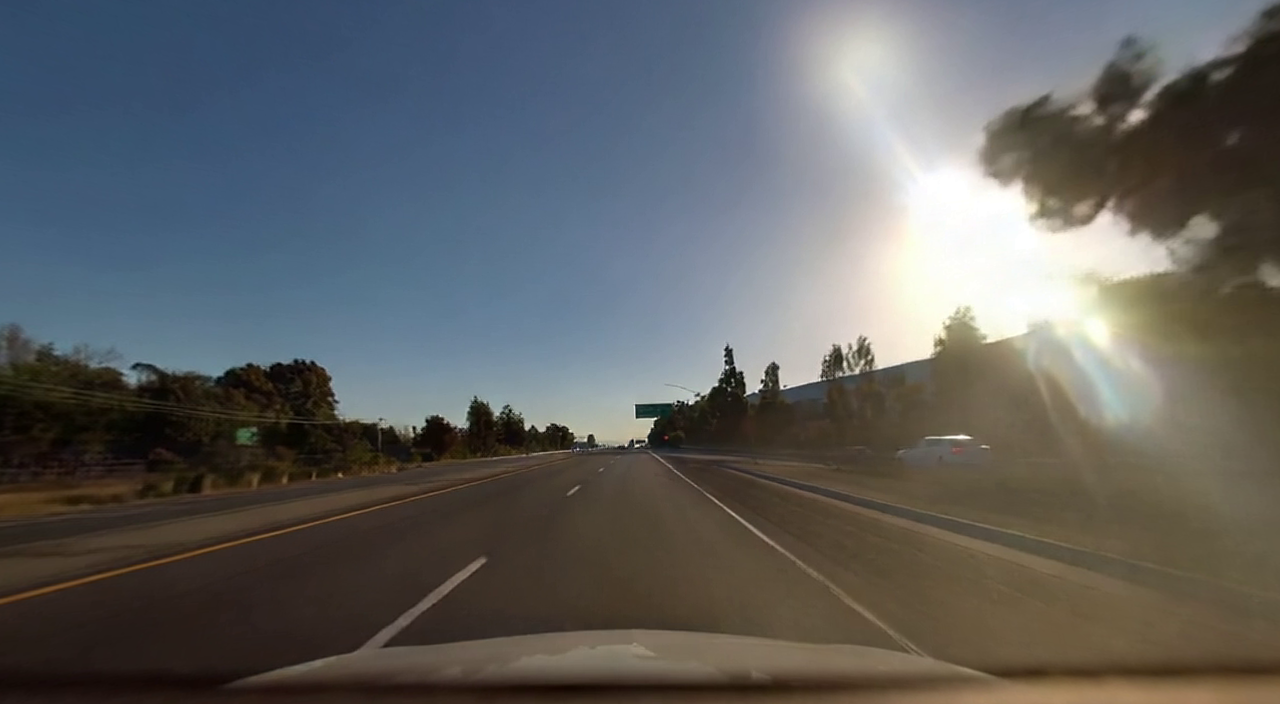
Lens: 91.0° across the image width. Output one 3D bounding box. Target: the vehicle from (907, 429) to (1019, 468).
[{"bbox_3d":[17.734,5.324,34.917,2.328,1.916,5.227,2,-9,-20],"label":"vehicle"}]
